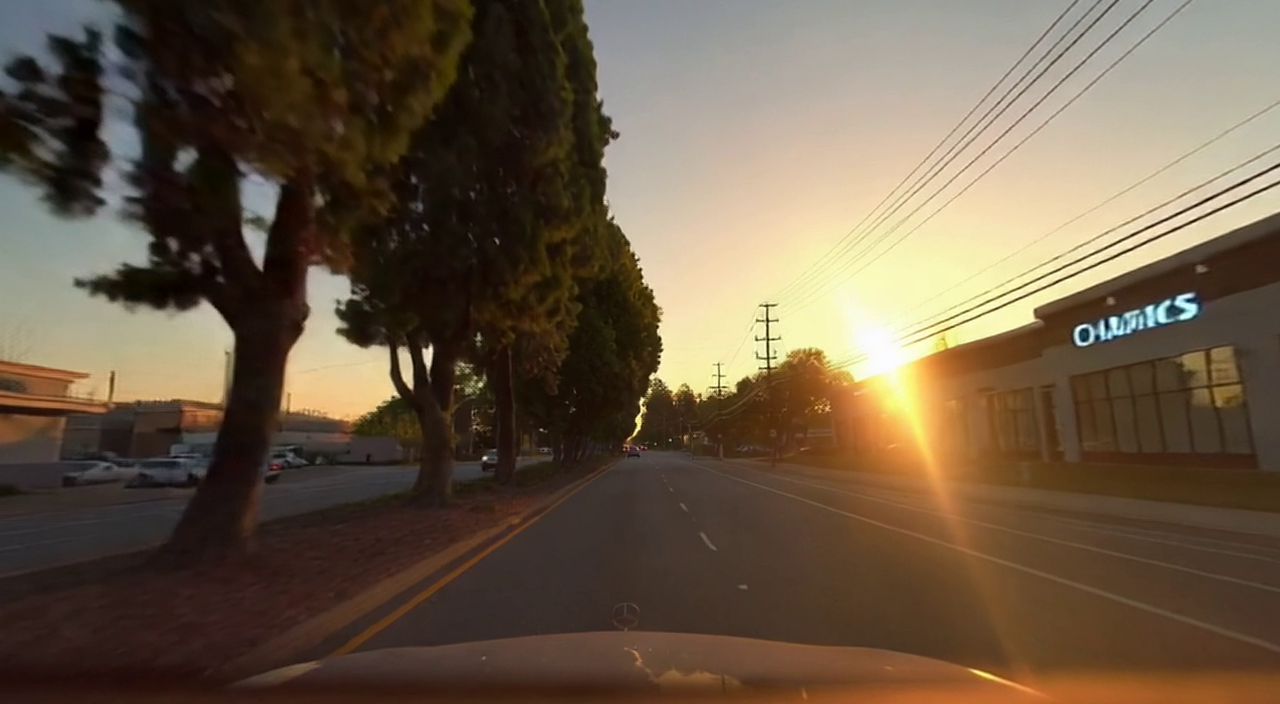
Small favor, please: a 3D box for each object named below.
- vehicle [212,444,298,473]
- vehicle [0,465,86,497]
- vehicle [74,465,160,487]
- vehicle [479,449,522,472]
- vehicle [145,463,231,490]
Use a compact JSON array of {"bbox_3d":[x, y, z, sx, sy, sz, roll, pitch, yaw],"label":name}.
[{"bbox_3d":[-29.999,8.319,49.381,5.145,1.979,2.281,-2,-9,-3],"label":"vehicle"},{"bbox_3d":[-35.832,7.654,37.797,1.753,1.479,3.925,-2,-6,2],"label":"vehicle"},{"bbox_3d":[-38.275,9.093,46.293,1.864,1.501,4.419,-7,-13,40],"label":"vehicle"},{"bbox_3d":[-9.544,7.424,43.542,1.900,1.488,4.675,0,-9,0],"label":"vehicle"},{"bbox_3d":[-30.110,8.263,42.115,4.377,1.520,1.843,-3,-9,3],"label":"vehicle"}]
